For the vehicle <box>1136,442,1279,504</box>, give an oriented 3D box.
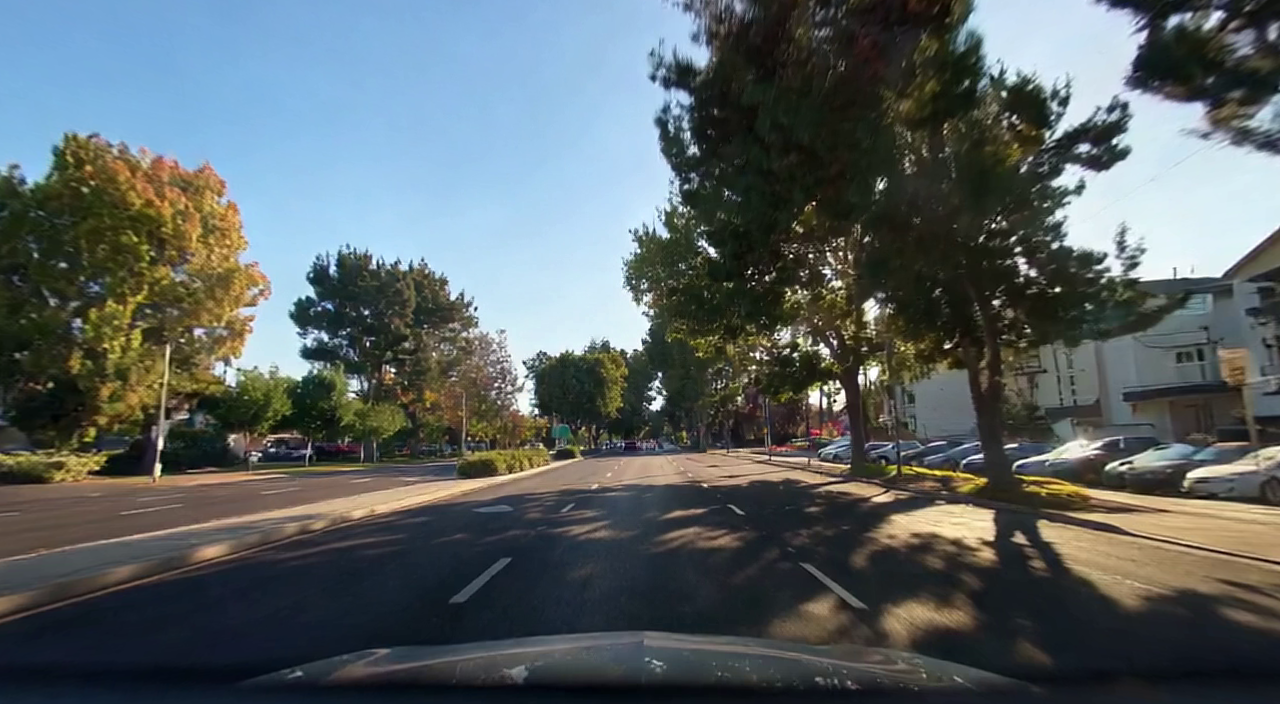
[{"bbox_3d":[15.816,3.066,16.224,4.263,1.457,2.078,0,-8,1],"label":"vehicle"}]
